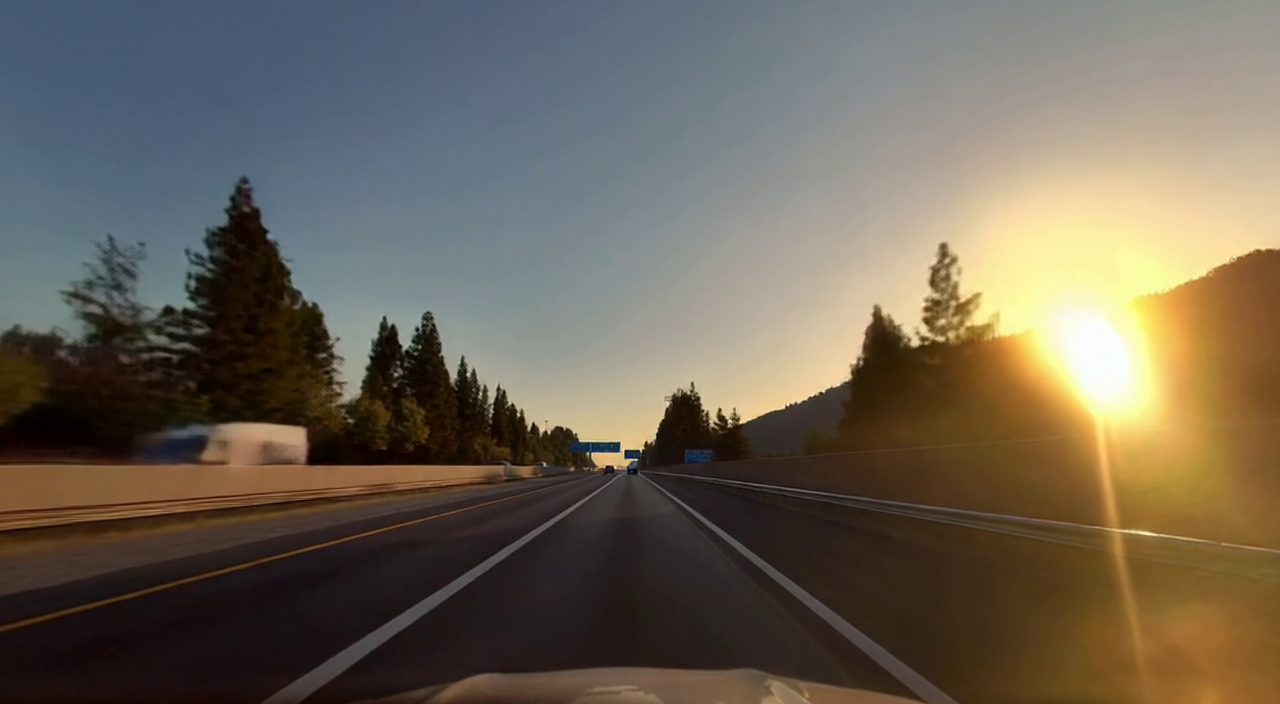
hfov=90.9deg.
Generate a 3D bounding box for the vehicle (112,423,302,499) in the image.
[{"bbox_3d":[-12.478,3.256,18.712,2.148,1.890,4.919,1,-10,-1],"label":"vehicle"}]
